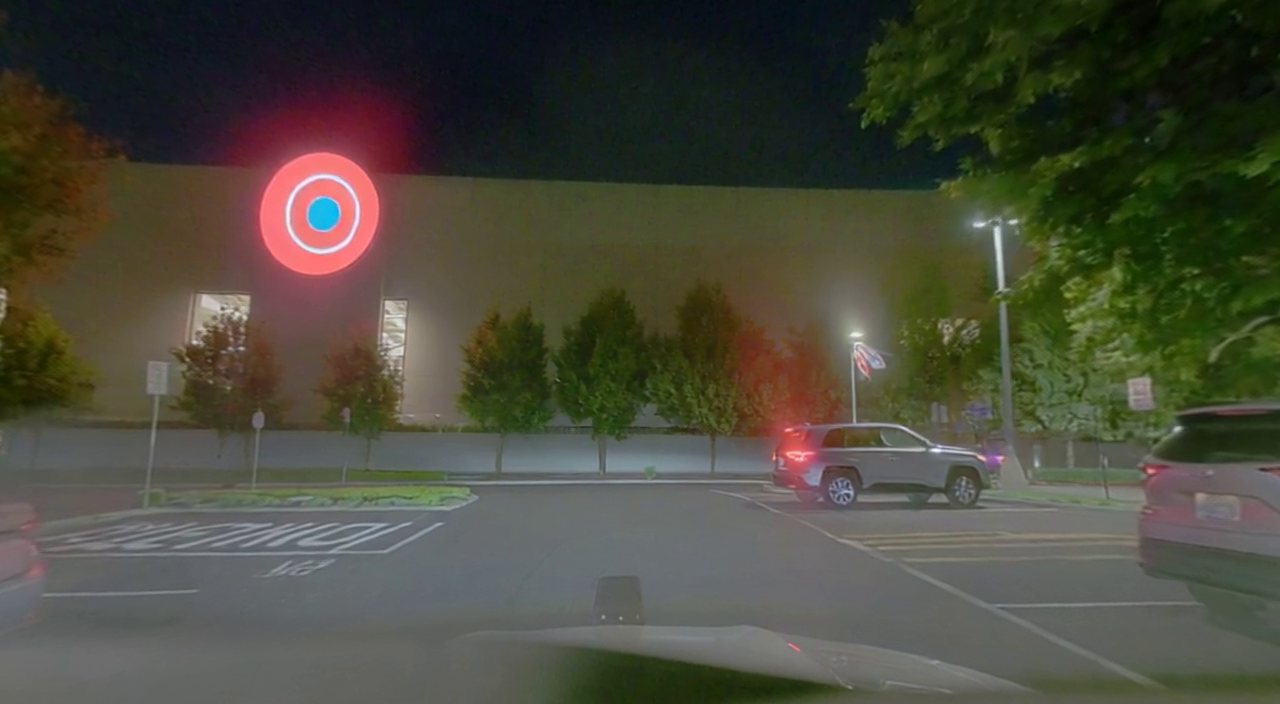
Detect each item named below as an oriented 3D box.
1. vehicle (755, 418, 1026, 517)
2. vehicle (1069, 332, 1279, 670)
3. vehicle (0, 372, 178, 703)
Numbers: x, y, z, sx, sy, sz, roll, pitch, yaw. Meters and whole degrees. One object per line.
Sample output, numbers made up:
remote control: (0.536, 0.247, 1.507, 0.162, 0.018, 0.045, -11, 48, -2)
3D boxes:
vehicle: (5.279, 2.474, 13.904, 4.864, 1.916, 2.413, 1, -8, -5)
vehicle: (6.453, 0.969, 4.200, 5.517, 1.946, 2.410, 1, -9, -4)
vehicle: (-4.981, 0.877, 2.766, 4.335, 1.499, 1.856, 0, -8, -5)
